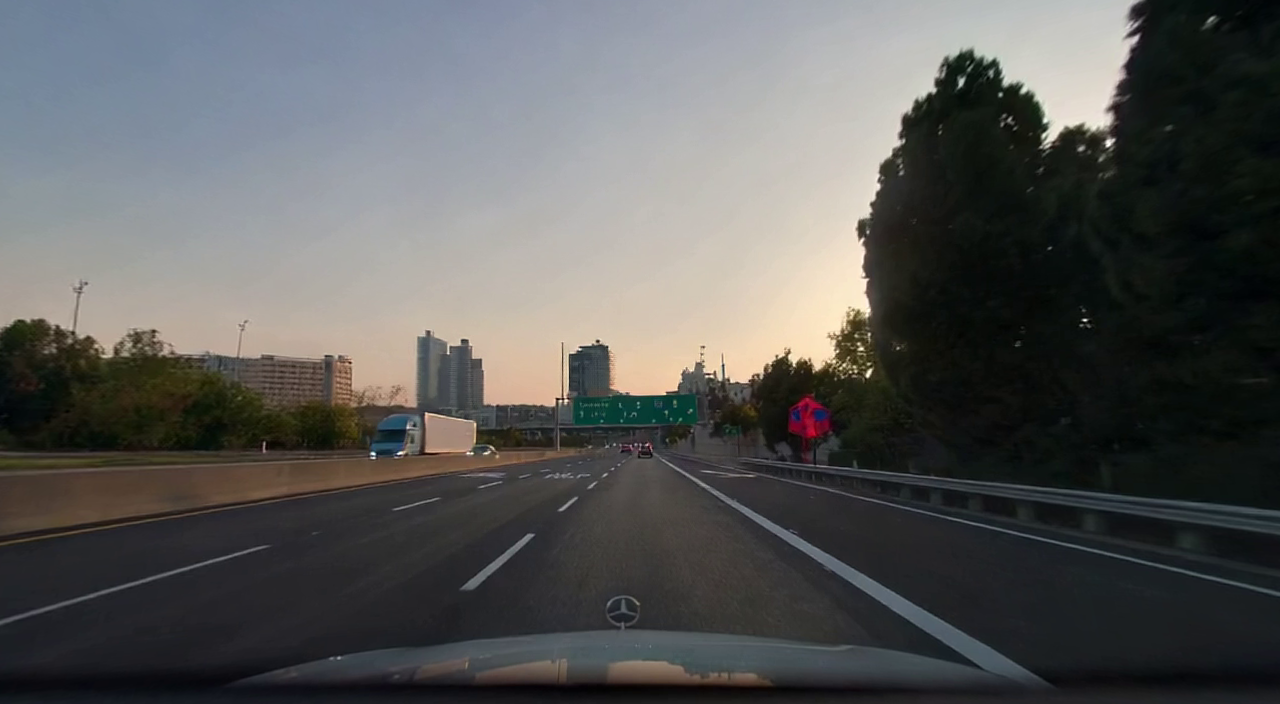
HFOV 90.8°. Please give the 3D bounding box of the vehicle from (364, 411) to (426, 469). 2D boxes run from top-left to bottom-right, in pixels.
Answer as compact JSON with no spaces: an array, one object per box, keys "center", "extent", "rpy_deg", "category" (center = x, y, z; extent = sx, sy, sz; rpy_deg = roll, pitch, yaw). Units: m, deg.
[{"center":[-18.482,6.678,47.757],"extent":[3.251,4.162,3.126],"rpy_deg":[0,-9,1],"category":"vehicle"}]
